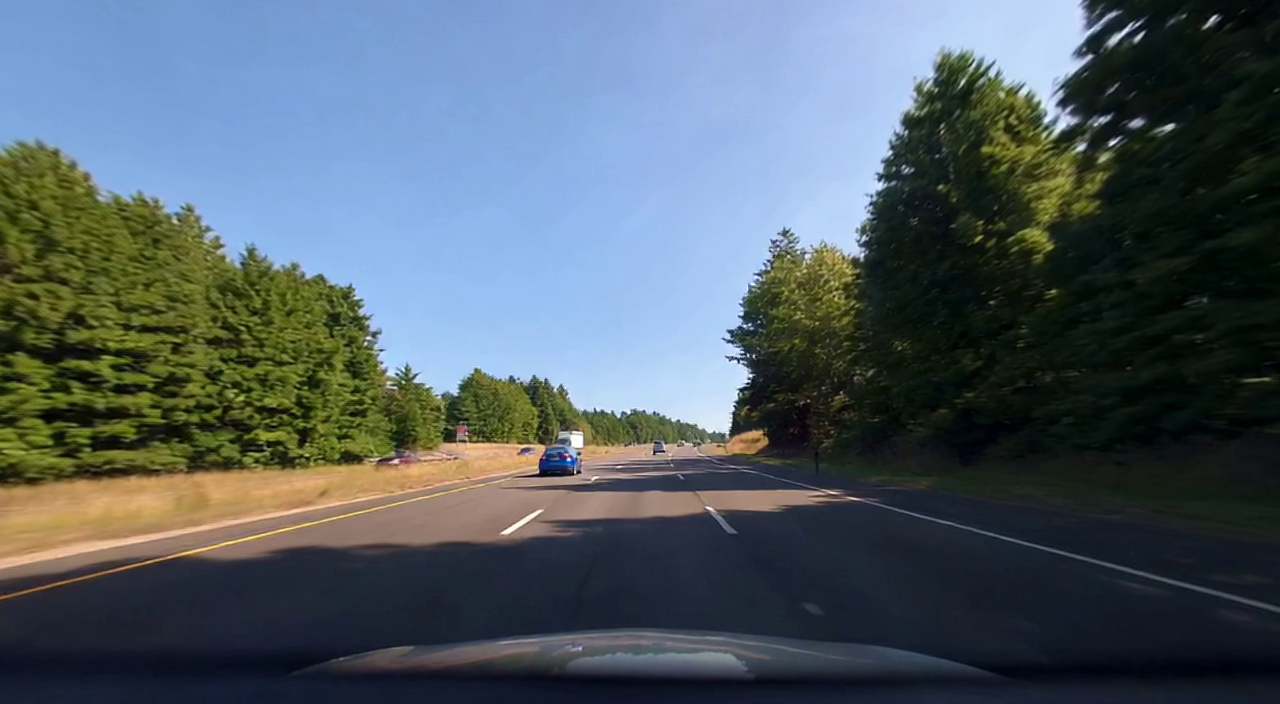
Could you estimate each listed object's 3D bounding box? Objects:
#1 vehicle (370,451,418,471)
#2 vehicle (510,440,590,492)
[{"bbox_3d":[-18.553,8.253,47.721,2.031,1.420,3.675,-1,-9,2],"label":"vehicle"},{"bbox_3d":[-2.919,3.822,21.445,1.959,1.571,4.313,-1,-9,2],"label":"vehicle"}]
